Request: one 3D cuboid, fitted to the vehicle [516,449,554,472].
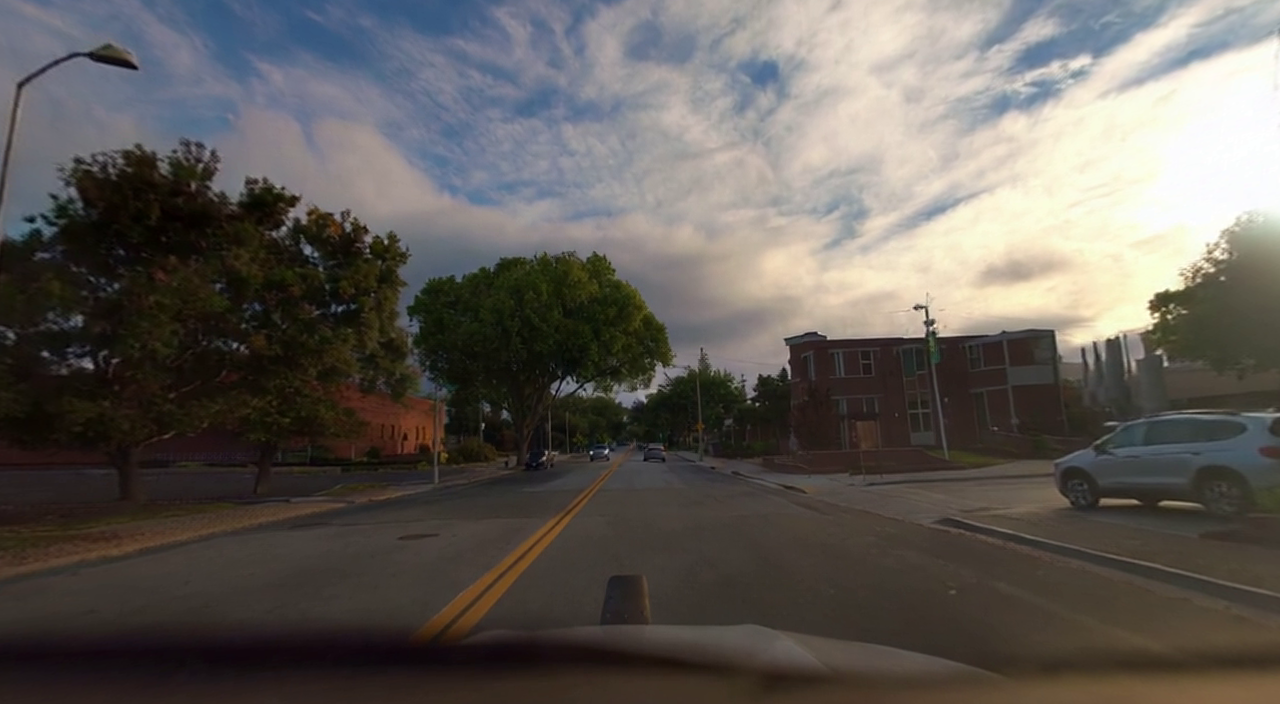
[{"bbox_3d":[-7.207,7.474,43.720,1.930,1.463,4.195,0,-9,0],"label":"vehicle"}]

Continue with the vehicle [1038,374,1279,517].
[{"bbox_3d":[9.208,1.611,10.482,2.018,1.840,4.662,0,-10,-1],"label":"vehicle"}]

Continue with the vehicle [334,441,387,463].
[{"bbox_3d":[-21.332,7.644,48.249,1.906,1.596,4.599,0,-9,1],"label":"vehicle"}]
